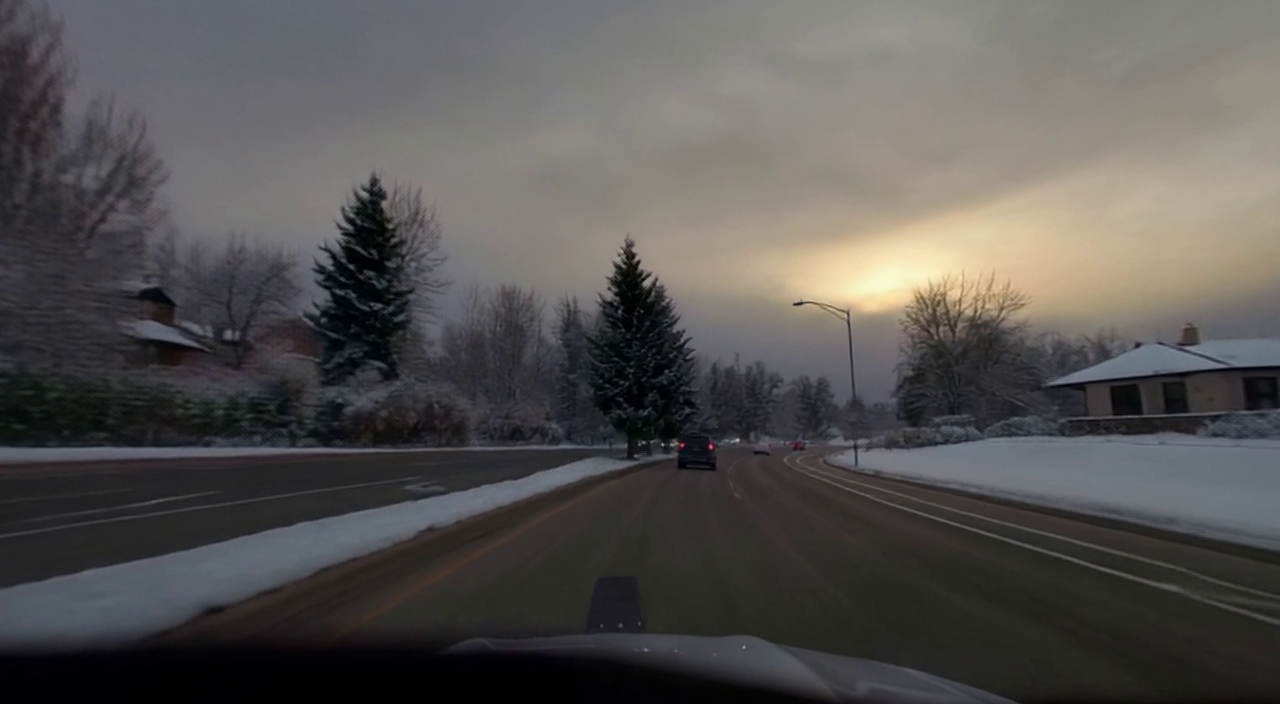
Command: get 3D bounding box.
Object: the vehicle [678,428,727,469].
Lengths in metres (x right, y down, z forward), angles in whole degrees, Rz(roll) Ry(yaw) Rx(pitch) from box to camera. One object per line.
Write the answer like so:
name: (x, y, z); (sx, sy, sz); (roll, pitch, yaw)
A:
vehicle: (3.365, 5.041, 32.999); (2.072, 2.002, 4.391); (-1, -8, 12)
